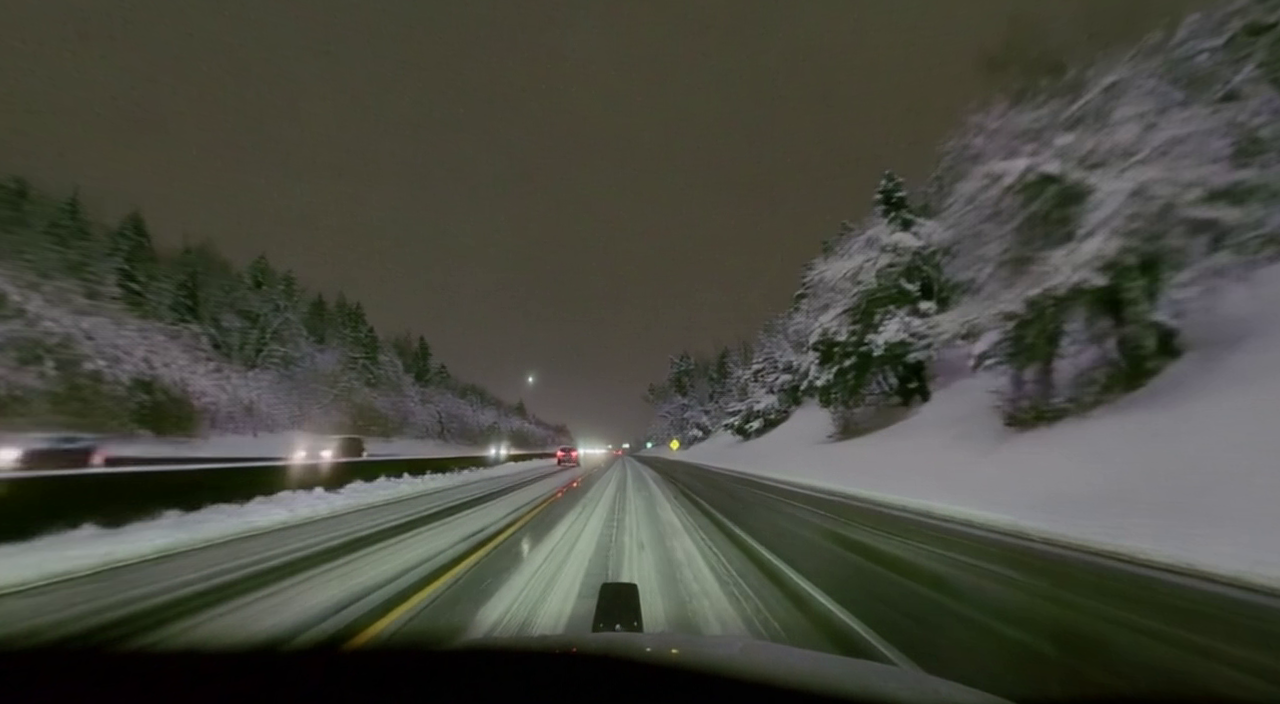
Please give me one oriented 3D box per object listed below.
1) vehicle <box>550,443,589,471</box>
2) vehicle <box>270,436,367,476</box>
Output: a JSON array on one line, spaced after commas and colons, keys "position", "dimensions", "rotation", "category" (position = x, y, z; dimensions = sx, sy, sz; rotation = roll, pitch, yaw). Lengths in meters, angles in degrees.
[{"position": [-4.499, 6.810, 40.723], "dimensions": [2.098, 1.692, 4.038], "rotation": [0, -9, -1], "category": "vehicle"}, {"position": [-12.981, 4.220, 25.602], "dimensions": [1.842, 1.495, 3.909], "rotation": [0, -9, 0], "category": "vehicle"}]
